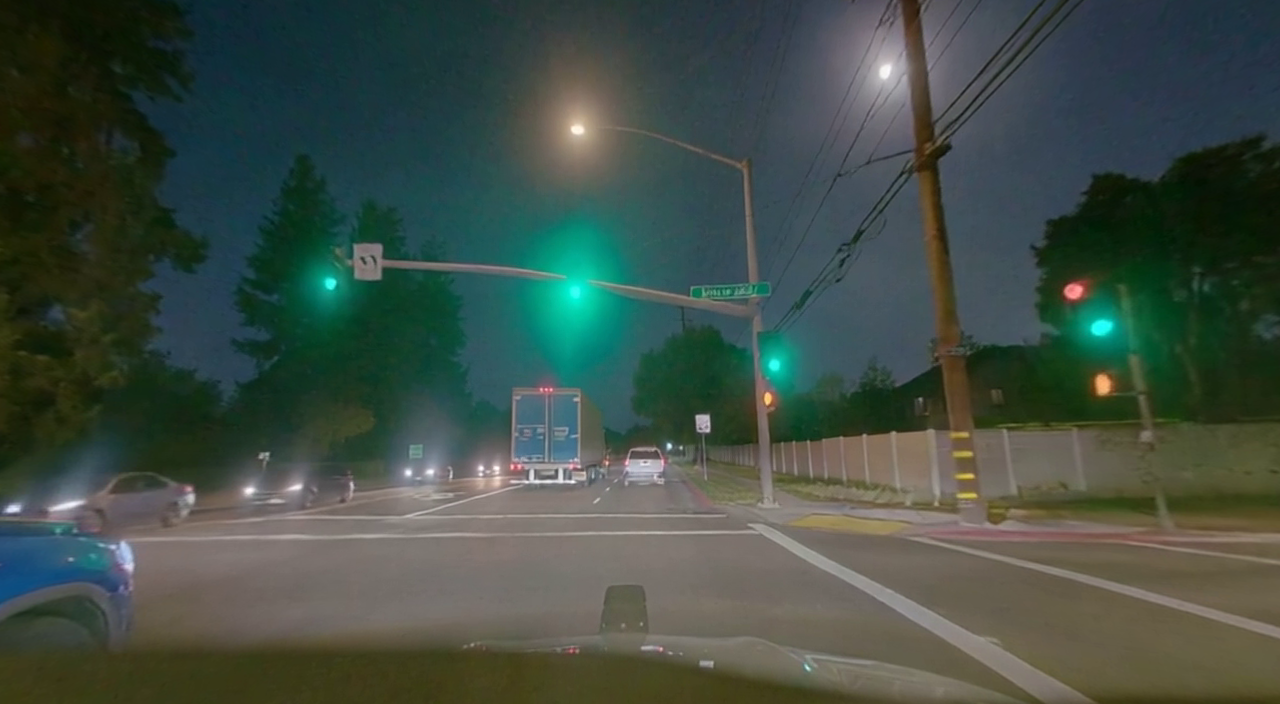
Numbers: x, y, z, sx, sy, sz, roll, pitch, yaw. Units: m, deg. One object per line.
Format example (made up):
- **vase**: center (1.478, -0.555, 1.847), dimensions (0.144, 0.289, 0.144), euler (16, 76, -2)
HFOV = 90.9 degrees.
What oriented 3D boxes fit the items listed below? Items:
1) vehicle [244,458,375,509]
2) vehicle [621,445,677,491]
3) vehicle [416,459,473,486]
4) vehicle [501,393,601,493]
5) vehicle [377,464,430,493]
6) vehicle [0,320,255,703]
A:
- **vehicle**: center (-12.001, 4.775, 23.357), dimensions (2.290, 1.644, 4.553), euler (0, -9, 1)
- **vehicle**: center (0.380, 4.812, 26.425), dimensions (2.174, 1.749, 4.113), euler (0, -9, 1)
- **vehicle**: center (-12.020, 7.442, 39.128), dimensions (2.055, 1.489, 4.425), euler (0, -9, 1)
- **vehicle**: center (-3.544, 4.063, 27.822), dimensions (2.928, 3.658, 8.980), euler (0, -9, 1)
- **vehicle**: center (-17.339, 9.258, 46.425), dimensions (2.054, 1.935, 4.350), euler (0, -9, 1)
- **vehicle**: center (-3.251, 0.667, 1.247), dimensions (2.093, 1.832, 4.508), euler (0, -9, 0)
